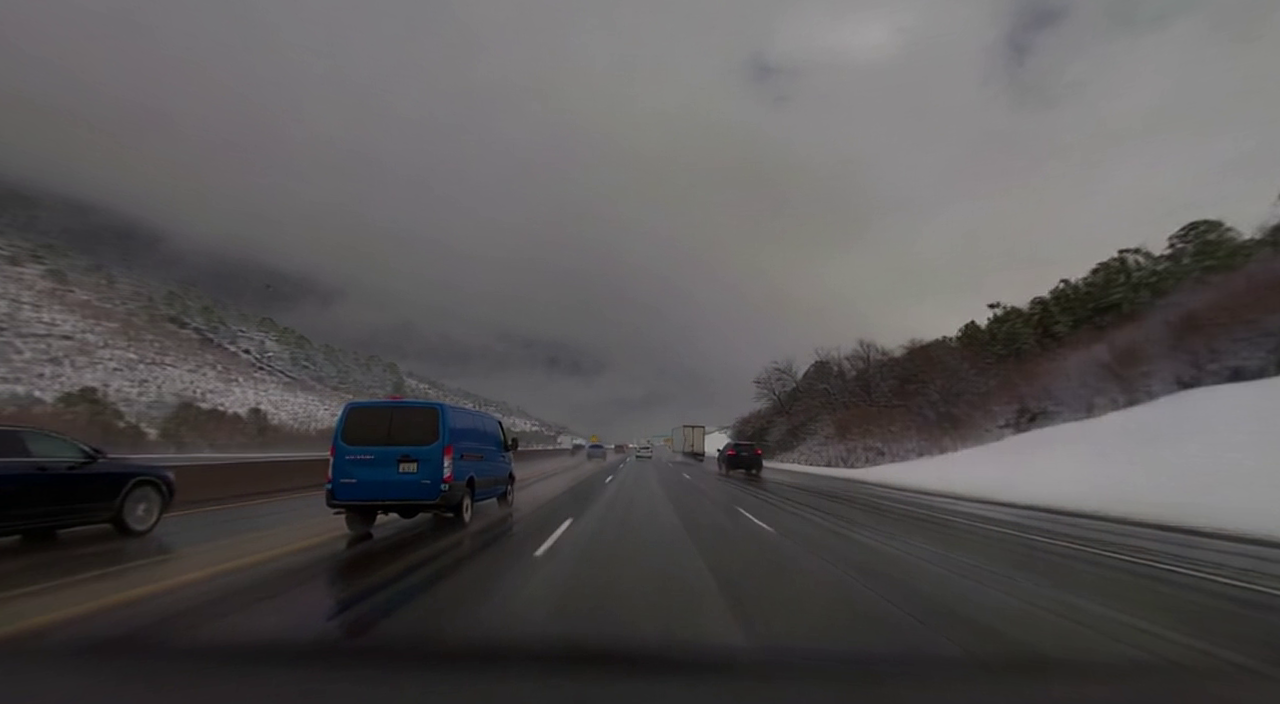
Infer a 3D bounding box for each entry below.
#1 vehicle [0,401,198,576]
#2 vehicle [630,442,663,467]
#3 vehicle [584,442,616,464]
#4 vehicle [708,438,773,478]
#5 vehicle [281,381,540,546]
[{"bbox_3d":[-7.390,1.392,6.493,2.054,1.715,4.928,0,-9,0],"label":"vehicle"},{"bbox_3d":[0.415,6.740,41.469,2.014,1.543,3.804,0,-9,0],"label":"vehicle"},{"bbox_3d":[-3.042,7.791,48.489,2.138,1.581,4.340,0,-9,0],"label":"vehicle"},{"bbox_3d":[4.249,4.556,27.258,2.051,1.598,4.145,0,-9,-1],"label":"vehicle"},{"bbox_3d":[-3.543,1.937,11.415,2.421,2.203,5.775,0,-9,1],"label":"vehicle"}]
